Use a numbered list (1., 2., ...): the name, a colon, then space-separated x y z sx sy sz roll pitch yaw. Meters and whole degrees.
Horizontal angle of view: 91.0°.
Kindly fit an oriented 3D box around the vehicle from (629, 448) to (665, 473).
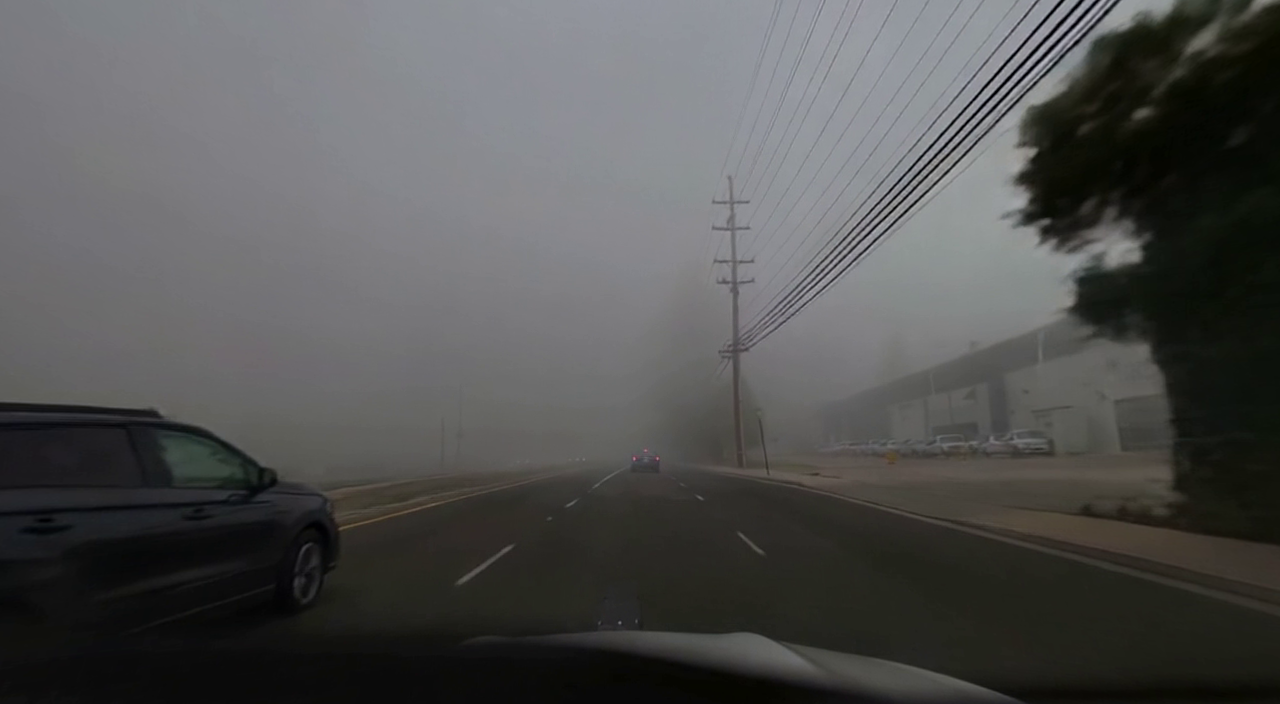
1. vehicle: 0.384 6.815 39.808 2.114 1.492 4.453 0 -8 -1

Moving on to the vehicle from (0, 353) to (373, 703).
1. vehicle: -3.506 0.984 3.257 2.169 1.679 4.723 0 -8 0
